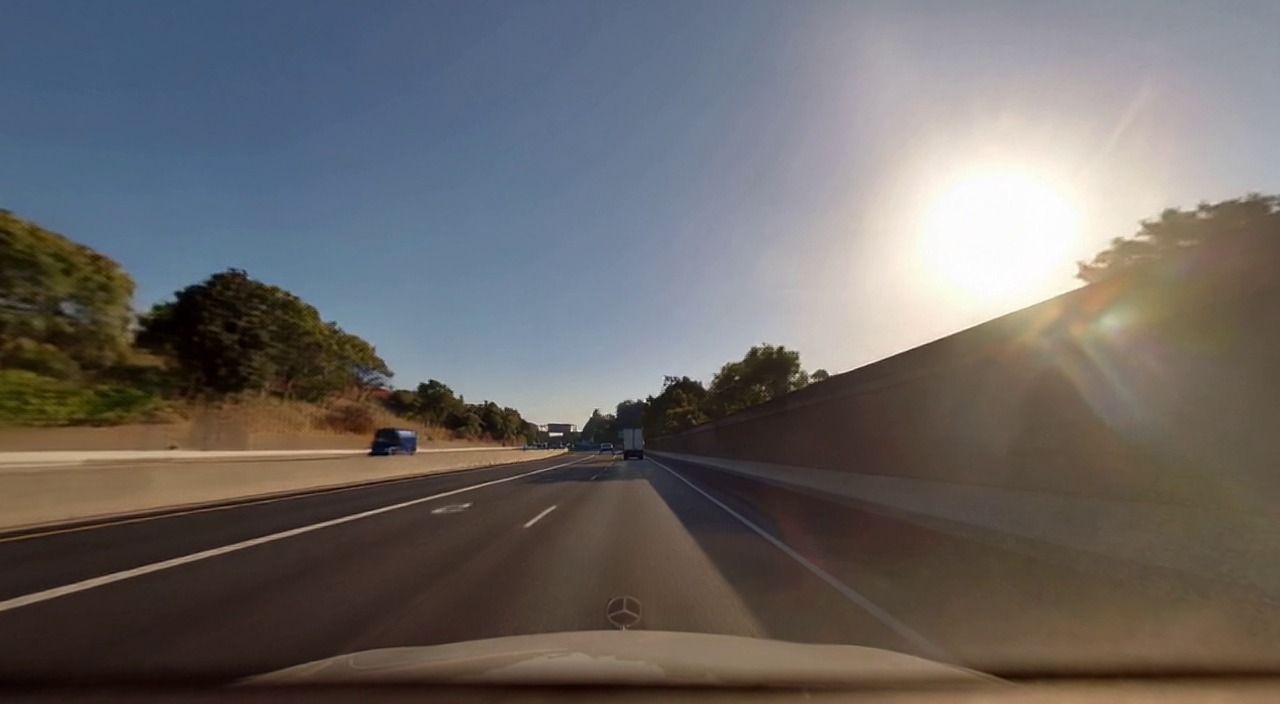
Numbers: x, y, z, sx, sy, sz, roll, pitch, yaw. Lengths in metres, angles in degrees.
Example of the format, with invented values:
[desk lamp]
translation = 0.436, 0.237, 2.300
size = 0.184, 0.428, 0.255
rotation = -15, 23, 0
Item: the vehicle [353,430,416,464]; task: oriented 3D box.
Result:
[vehicle]
translation = -19.498, 7.298, 48.448
size = 2.487, 2.425, 5.746
rotation = 0, -9, -1
